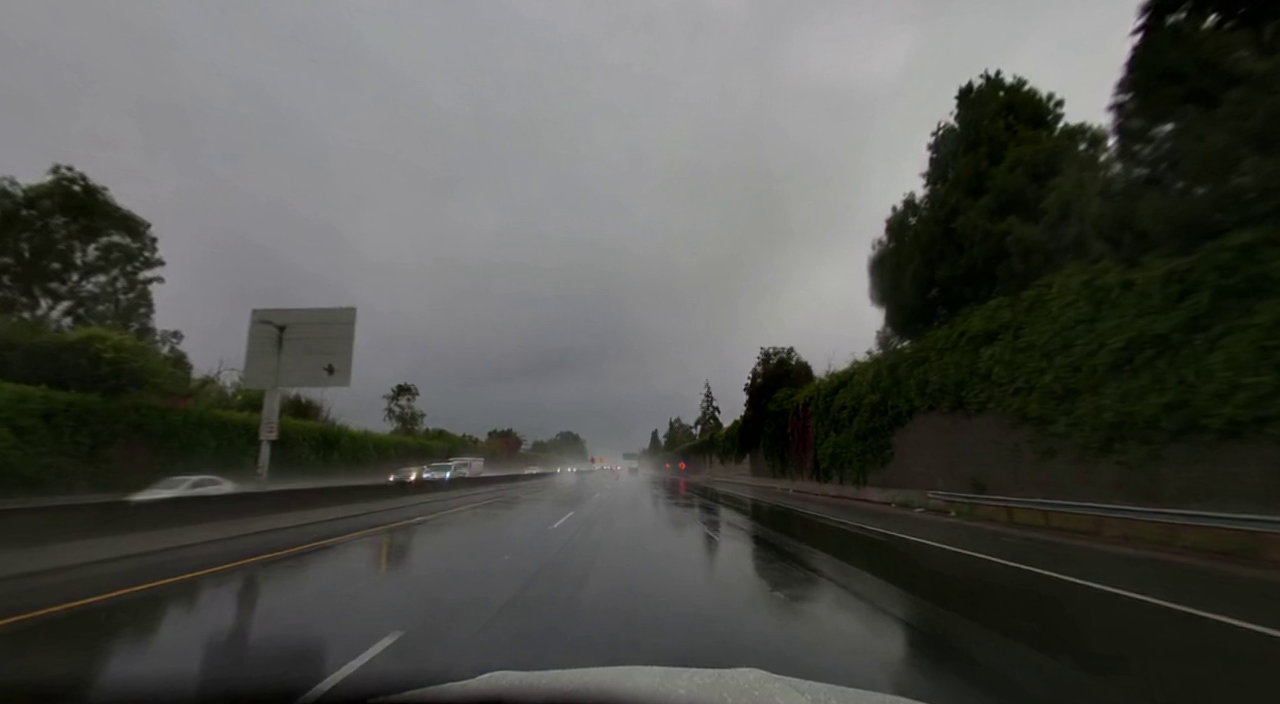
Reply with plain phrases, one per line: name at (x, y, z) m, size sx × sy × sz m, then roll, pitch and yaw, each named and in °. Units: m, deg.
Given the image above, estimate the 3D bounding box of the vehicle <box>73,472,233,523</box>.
vehicle at (-16.163, 4.828, 21.296) m, size 1.818 × 1.466 × 4.498 m, roll 1°, pitch -10°, yaw -1°

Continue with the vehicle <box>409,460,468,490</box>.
vehicle at (-12.204, 7.502, 38.500) m, size 2.117 × 1.647 × 4.613 m, roll 1°, pitch -10°, yaw -1°

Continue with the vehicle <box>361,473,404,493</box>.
vehicle at (-19.760, 10.071, 48.525) m, size 1.779 × 1.434 × 3.710 m, roll 1°, pitch -10°, yaw -1°
